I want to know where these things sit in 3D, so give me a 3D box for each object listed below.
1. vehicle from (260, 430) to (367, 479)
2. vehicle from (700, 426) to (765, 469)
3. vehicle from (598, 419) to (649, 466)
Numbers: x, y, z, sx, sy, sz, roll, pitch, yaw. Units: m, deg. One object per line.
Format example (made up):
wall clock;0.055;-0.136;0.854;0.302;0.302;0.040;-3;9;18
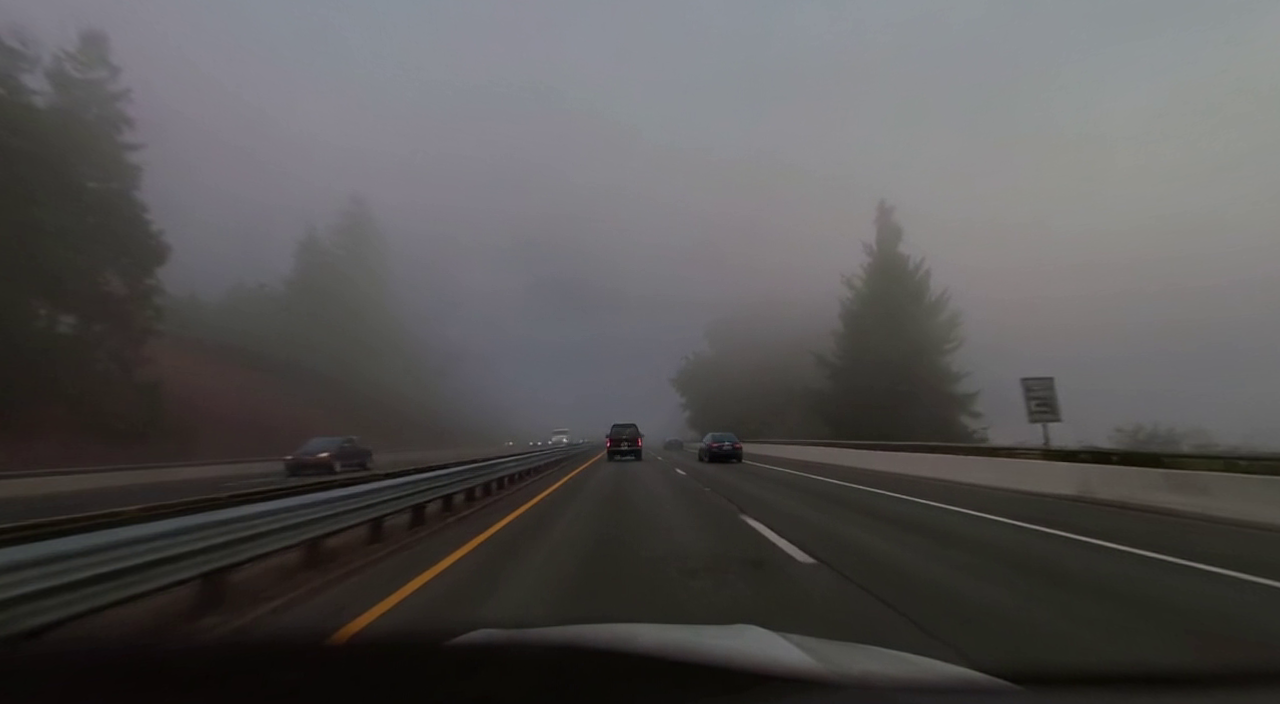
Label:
vehicle;-14.091;4.422;27.617;2.077;1.935;5.061;0;-8;-1
vehicle;3.750;3.958;26.324;1.981;1.606;3.956;0;-8;-2
vehicle;-0.814;4.349;30.445;2.270;2.044;4.633;0;-8;-2
